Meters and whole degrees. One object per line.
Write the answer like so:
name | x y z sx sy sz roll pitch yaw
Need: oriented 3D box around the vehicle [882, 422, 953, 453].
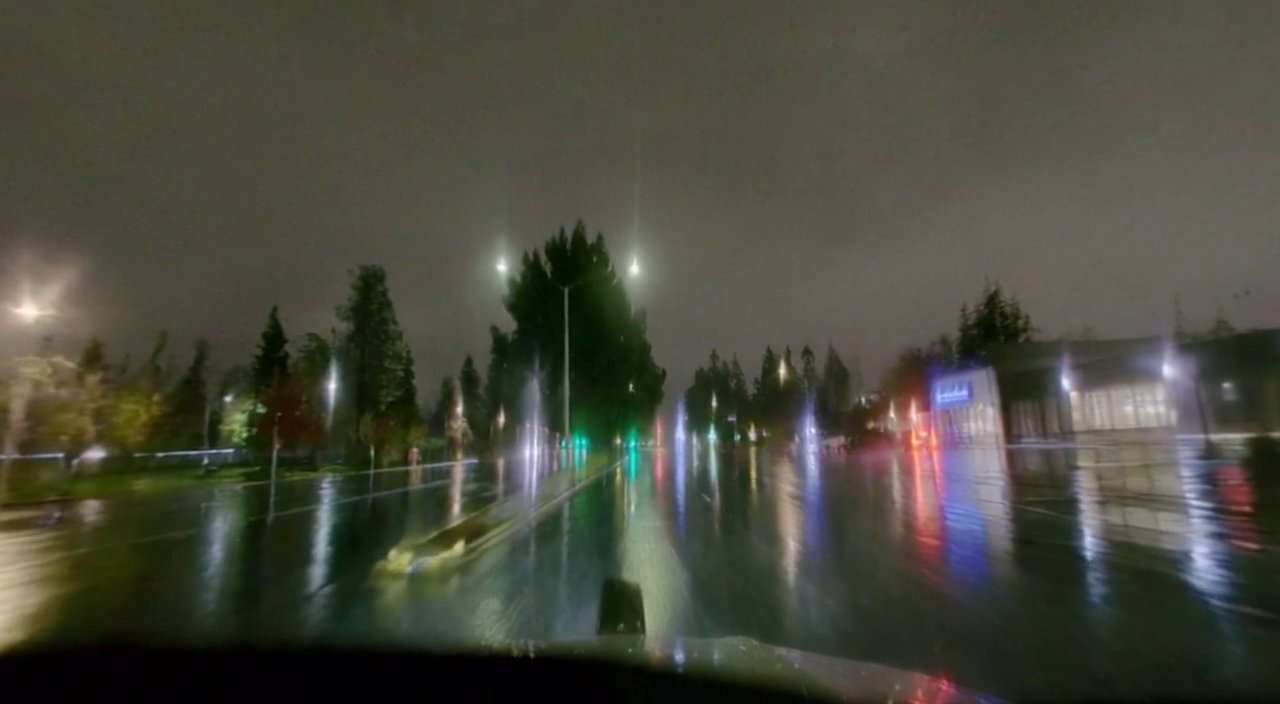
vehicle | 18.844 5.884 43.286 2.228 1.991 5.447 0 -9 -2

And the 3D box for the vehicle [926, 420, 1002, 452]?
vehicle | 22.305 5.841 43.776 2.269 1.949 5.193 -2 -8 -2
